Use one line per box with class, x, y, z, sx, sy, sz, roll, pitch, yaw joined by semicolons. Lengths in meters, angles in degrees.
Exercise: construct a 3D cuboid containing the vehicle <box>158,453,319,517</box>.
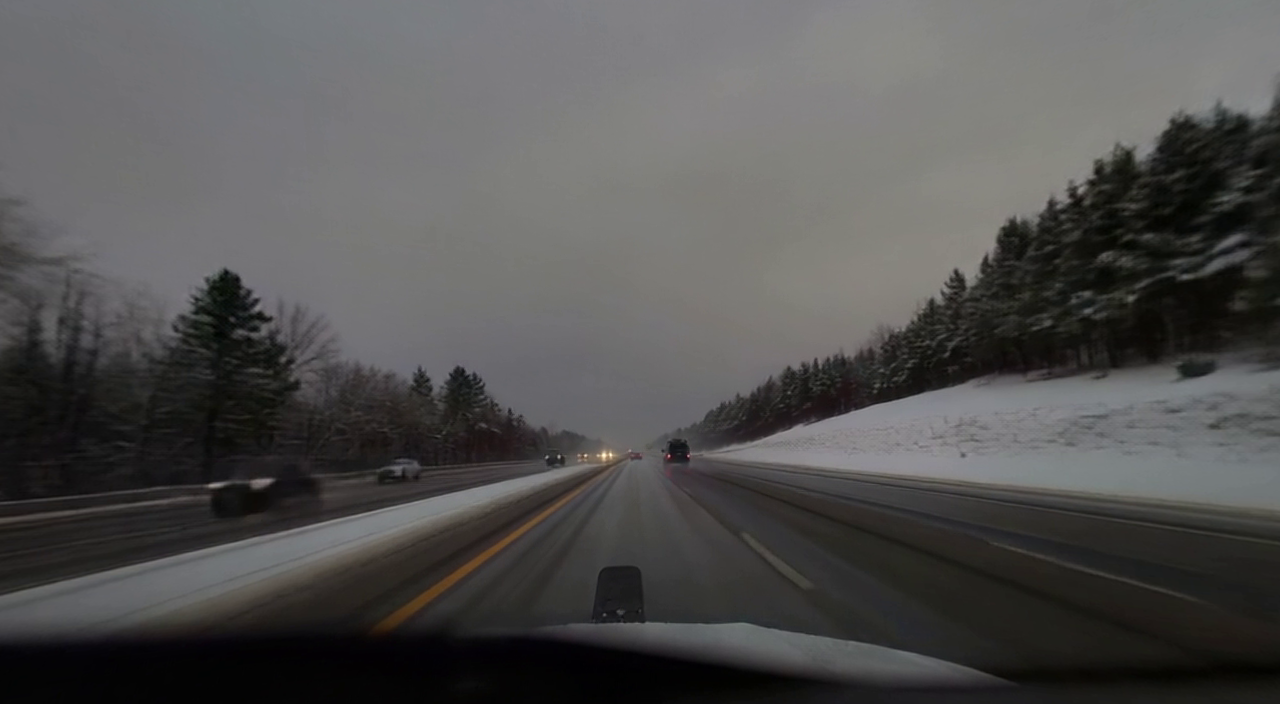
vehicle;-11.736;3.867;18.894;1.958;1.633;4.349;0;-9;0
